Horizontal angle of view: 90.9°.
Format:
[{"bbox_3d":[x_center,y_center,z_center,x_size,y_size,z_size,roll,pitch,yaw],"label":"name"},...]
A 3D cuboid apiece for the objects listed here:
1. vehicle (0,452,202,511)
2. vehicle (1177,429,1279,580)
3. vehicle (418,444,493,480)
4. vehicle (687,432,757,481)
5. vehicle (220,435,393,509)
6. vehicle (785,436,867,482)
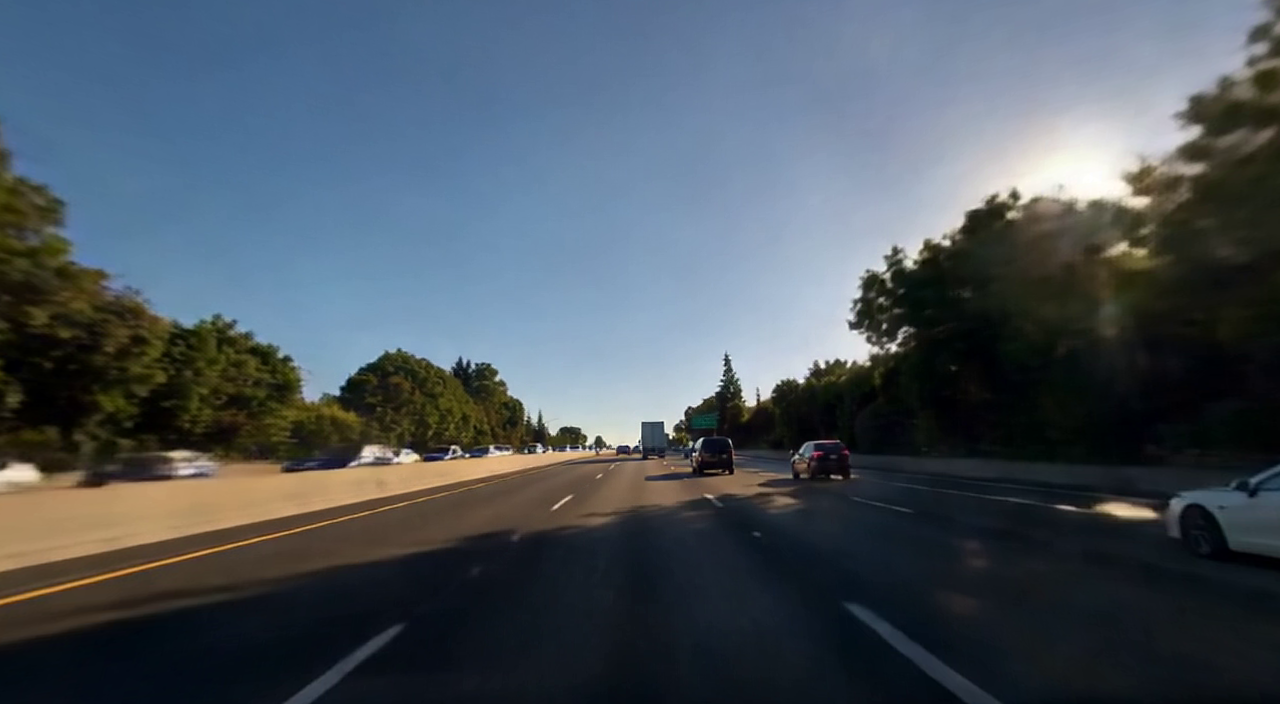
[{"bbox_3d":[-15.662,3.726,18.721,1.895,1.445,4.696,0,-8,0],"label":"vehicle"},{"bbox_3d":[7.416,1.335,5.007,2.022,1.488,4.817,0,-8,-1],"label":"vehicle"},{"bbox_3d":[-8.269,4.937,28.749,1.958,1.503,4.671,0,-8,1],"label":"vehicle"},{"bbox_3d":[3.346,4.393,26.866,2.209,1.862,4.717,0,-8,-2],"label":"vehicle"},{"bbox_3d":[-8.127,2.933,15.940,1.997,1.600,4.277,0,-8,0],"label":"vehicle"},{"bbox_3d":[7.434,4.296,25.660,1.976,1.703,4.288,0,-8,-1],"label":"vehicle"}]
